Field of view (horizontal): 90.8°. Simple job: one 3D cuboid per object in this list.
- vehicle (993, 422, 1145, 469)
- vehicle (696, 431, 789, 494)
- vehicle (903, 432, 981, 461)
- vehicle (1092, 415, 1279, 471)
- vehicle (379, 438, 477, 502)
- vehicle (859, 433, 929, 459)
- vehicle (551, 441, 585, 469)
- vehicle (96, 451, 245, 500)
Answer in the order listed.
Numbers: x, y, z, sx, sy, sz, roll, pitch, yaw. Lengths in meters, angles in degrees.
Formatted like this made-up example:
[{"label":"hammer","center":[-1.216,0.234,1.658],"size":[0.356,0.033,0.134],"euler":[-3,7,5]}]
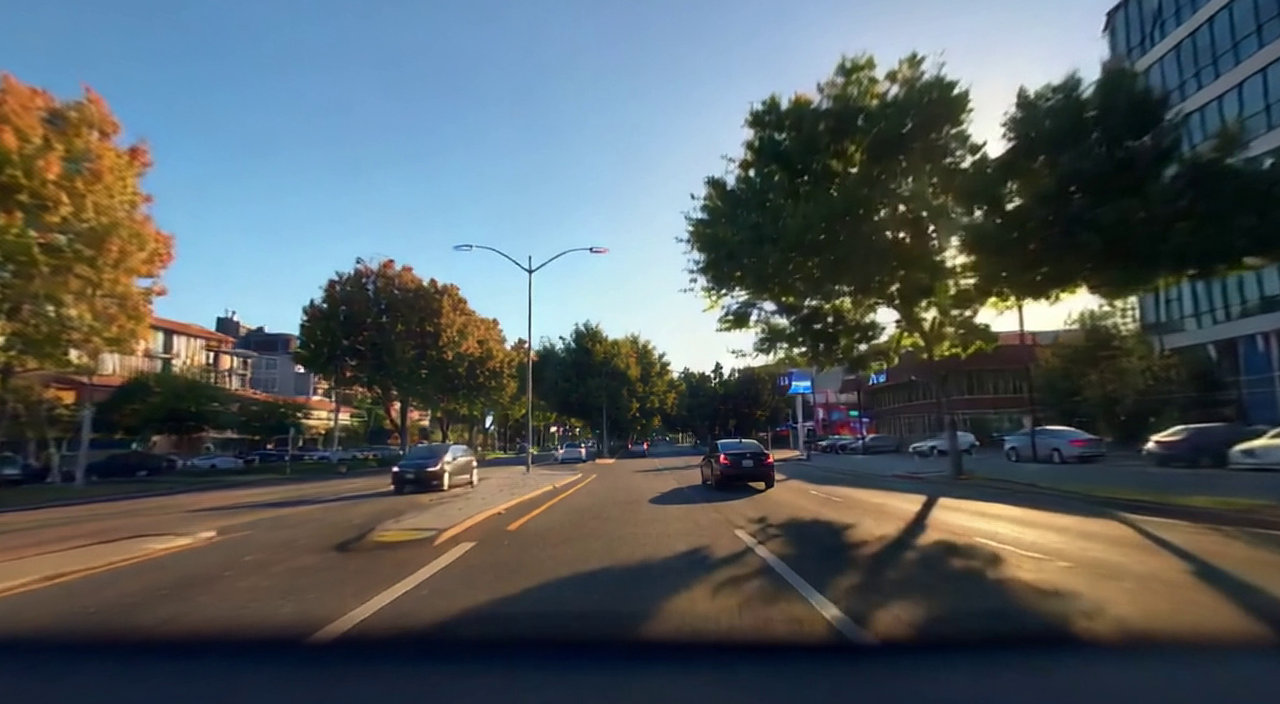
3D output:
[{"label":"vehicle","center":[16.981,3.749,25.429],"size":[2.280,1.699,5.098],"euler":[0,-8,-4]},{"label":"vehicle","center":[2.968,3.307,19.321],"size":[1.963,1.677,4.229],"euler":[0,-8,-2]},{"label":"vehicle","center":[18.727,5.835,39.124],"size":[4.524,1.653,2.109],"euler":[5,-10,-30]},{"label":"vehicle","center":[17.219,2.922,20.271],"size":[1.779,1.505,4.847],"euler":[-2,-9,-1]},{"label":"vehicle","center":[-6.103,3.233,17.875],"size":[2.053,1.555,4.296],"euler":[4,-9,-25]},{"label":"vehicle","center":[18.023,6.664,44.817],"size":[4.446,1.692,2.184],"euler":[4,-9,-28]},{"label":"vehicle","center":[-4.375,6.189,37.940],"size":[1.905,1.471,4.302],"euler":[-1,-9,-8]},{"label":"vehicle","center":[-17.022,4.443,23.269],"size":[1.947,1.504,4.672],"euler":[-1,-8,0]}]
